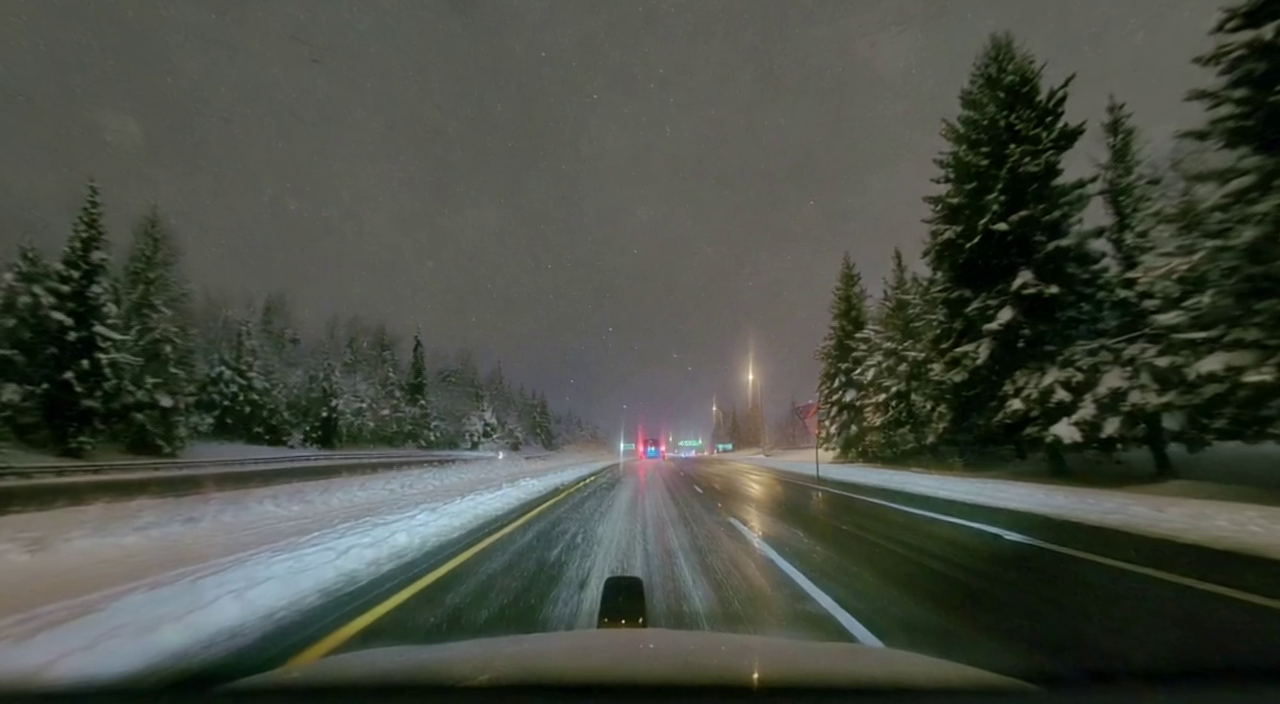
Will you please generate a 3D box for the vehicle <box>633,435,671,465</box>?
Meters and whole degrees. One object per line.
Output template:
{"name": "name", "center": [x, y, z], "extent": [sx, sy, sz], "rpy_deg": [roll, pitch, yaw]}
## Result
{"name": "vehicle", "center": [0.981, 7.345, 47.046], "extent": [2.546, 2.126, 5.153], "rpy_deg": [-1, -9, 4]}
